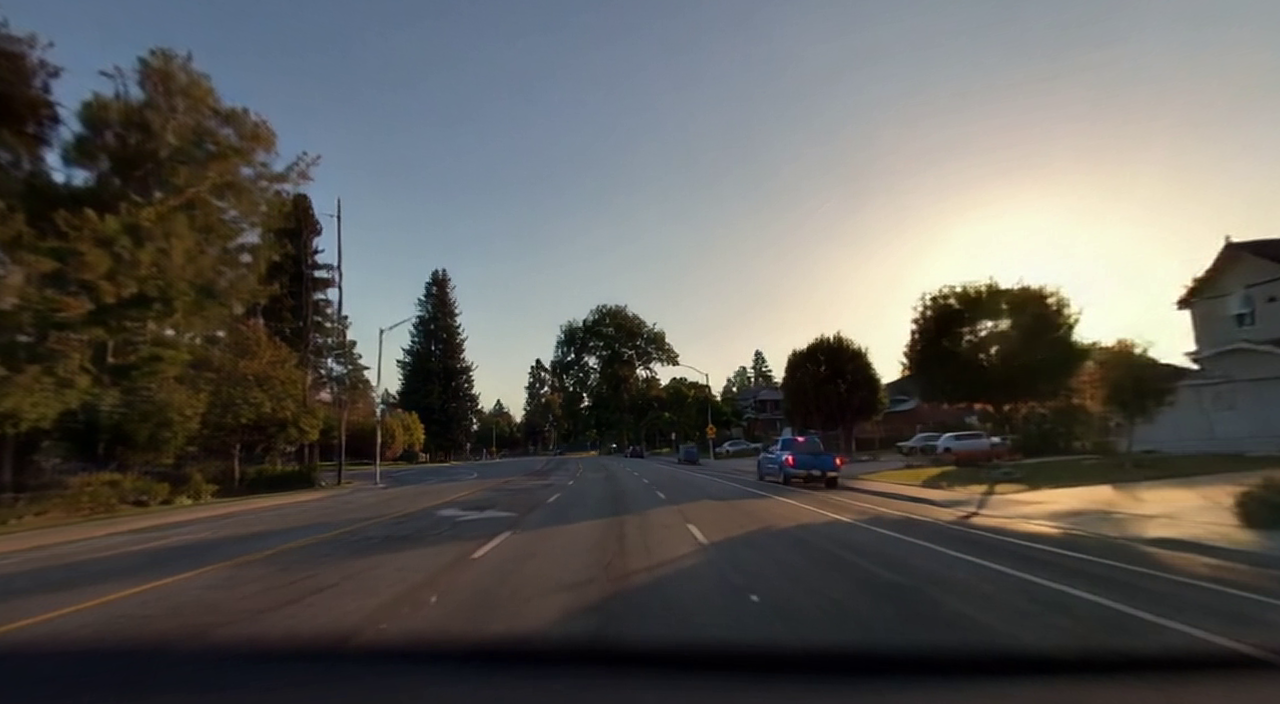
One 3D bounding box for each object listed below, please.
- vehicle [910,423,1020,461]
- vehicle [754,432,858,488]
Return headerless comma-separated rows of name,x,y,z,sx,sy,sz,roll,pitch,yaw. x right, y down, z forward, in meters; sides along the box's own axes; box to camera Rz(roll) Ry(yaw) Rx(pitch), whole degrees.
vehicle,17.022,4.737,33.256,4.623,1.741,1.924,-2,-8,-2
vehicle,6.134,4.069,24.280,2.285,1.868,5.575,0,-8,-2
